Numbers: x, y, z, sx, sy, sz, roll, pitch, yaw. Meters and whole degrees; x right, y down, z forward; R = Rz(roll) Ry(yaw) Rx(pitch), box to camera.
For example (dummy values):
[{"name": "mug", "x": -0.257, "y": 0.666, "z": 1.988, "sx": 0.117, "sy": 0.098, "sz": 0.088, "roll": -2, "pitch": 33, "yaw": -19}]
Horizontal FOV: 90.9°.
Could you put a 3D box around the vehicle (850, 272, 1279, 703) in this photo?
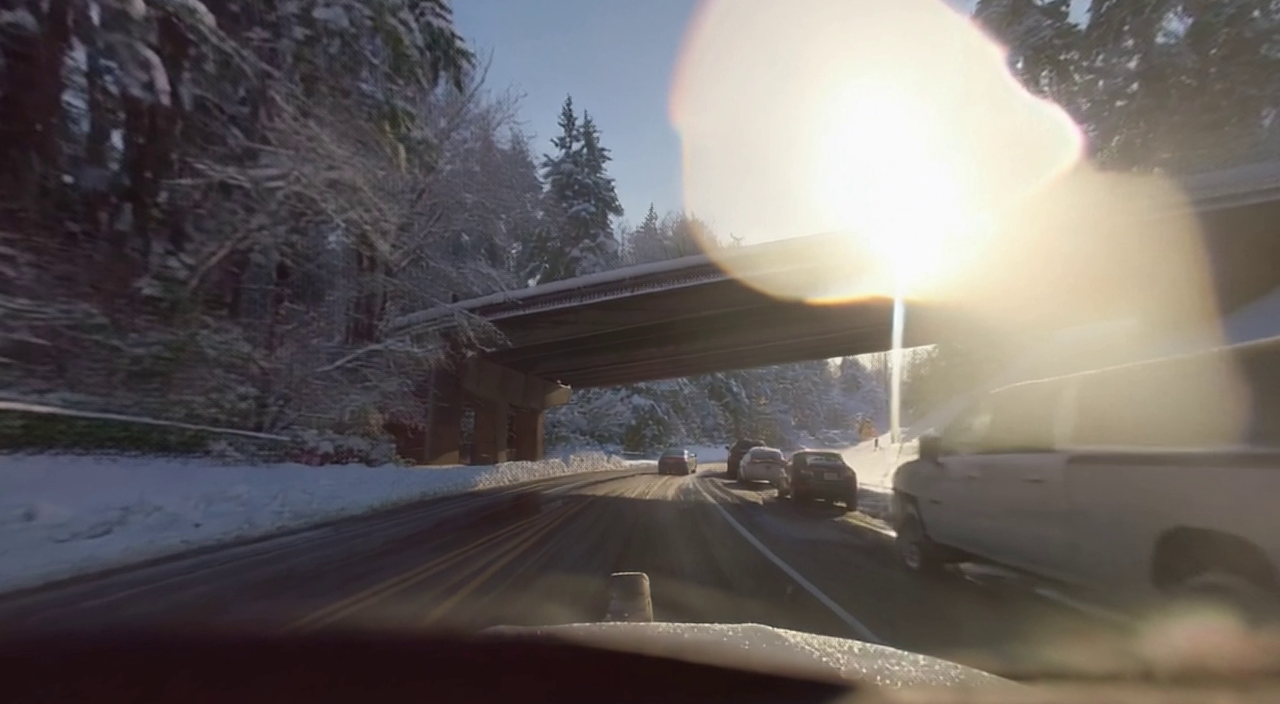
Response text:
[{"name": "vehicle", "x": 3.444, "y": 1.033, "z": 4.415, "sx": 2.273, "sy": 1.944, "sz": 4.866, "roll": 0, "pitch": -9, "yaw": 0}]

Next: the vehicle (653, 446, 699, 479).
[{"name": "vehicle", "x": 1.839, "y": 5.404, "z": 31.092, "sx": 2.078, "sy": 1.506, "sz": 4.058, "roll": -1, "pitch": -9, "yaw": 6}]

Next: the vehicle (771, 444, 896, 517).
[{"name": "vehicle", "x": 4.505, "y": 3.027, "z": 15.311, "sx": 1.911, "sy": 1.525, "sz": 3.755, "roll": 0, "pitch": -9, "yaw": 2}]
